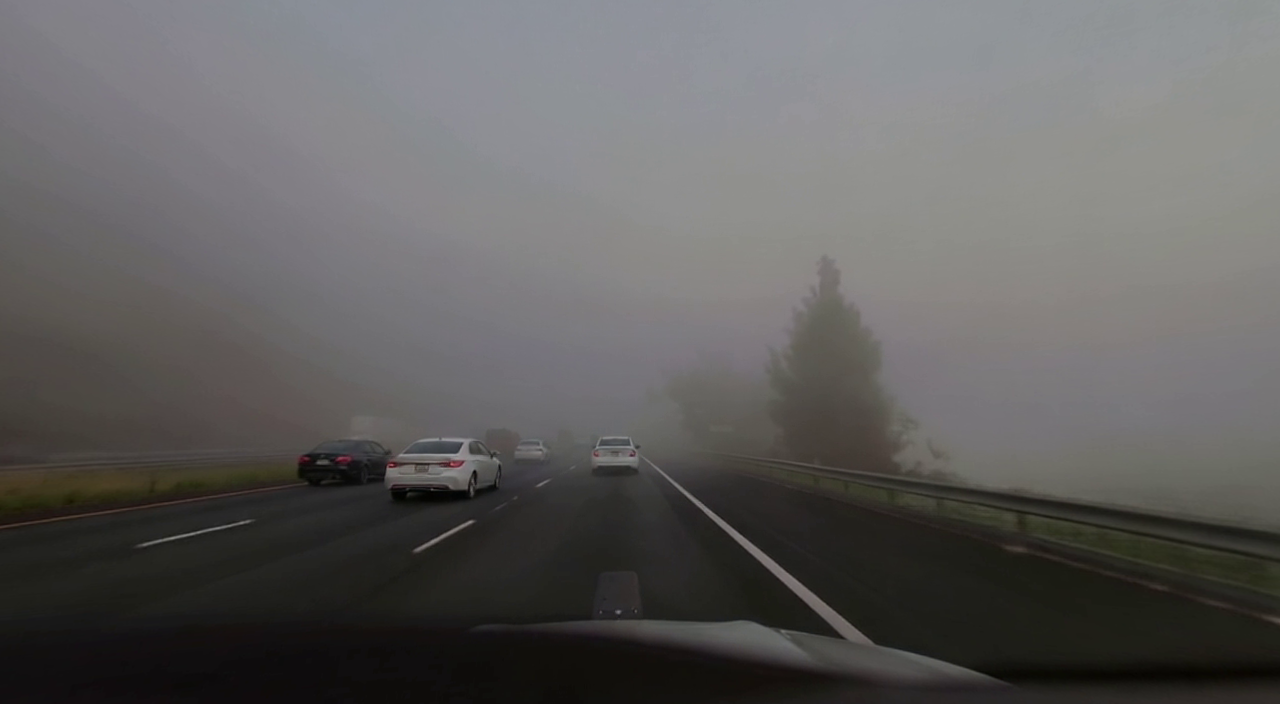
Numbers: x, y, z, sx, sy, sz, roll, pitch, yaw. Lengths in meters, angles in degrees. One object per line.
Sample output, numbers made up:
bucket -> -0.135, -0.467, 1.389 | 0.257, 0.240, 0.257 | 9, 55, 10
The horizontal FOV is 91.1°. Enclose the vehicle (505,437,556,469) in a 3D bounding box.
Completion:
vehicle -> -5.276, 4.897, 30.762 | 1.835, 1.432, 3.835 | 0, -8, 0

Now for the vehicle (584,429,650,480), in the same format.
vehicle -> -0.798, 3.641, 22.747 | 2.178, 1.658, 3.916 | 0, -8, -1

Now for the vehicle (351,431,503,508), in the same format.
vehicle -> -4.577, 2.558, 14.313 | 1.971, 1.464, 4.386 | 0, -8, 0

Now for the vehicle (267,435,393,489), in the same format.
vehicle -> -9.295, 3.285, 19.248 | 1.850, 1.439, 3.932 | 0, -8, 0
